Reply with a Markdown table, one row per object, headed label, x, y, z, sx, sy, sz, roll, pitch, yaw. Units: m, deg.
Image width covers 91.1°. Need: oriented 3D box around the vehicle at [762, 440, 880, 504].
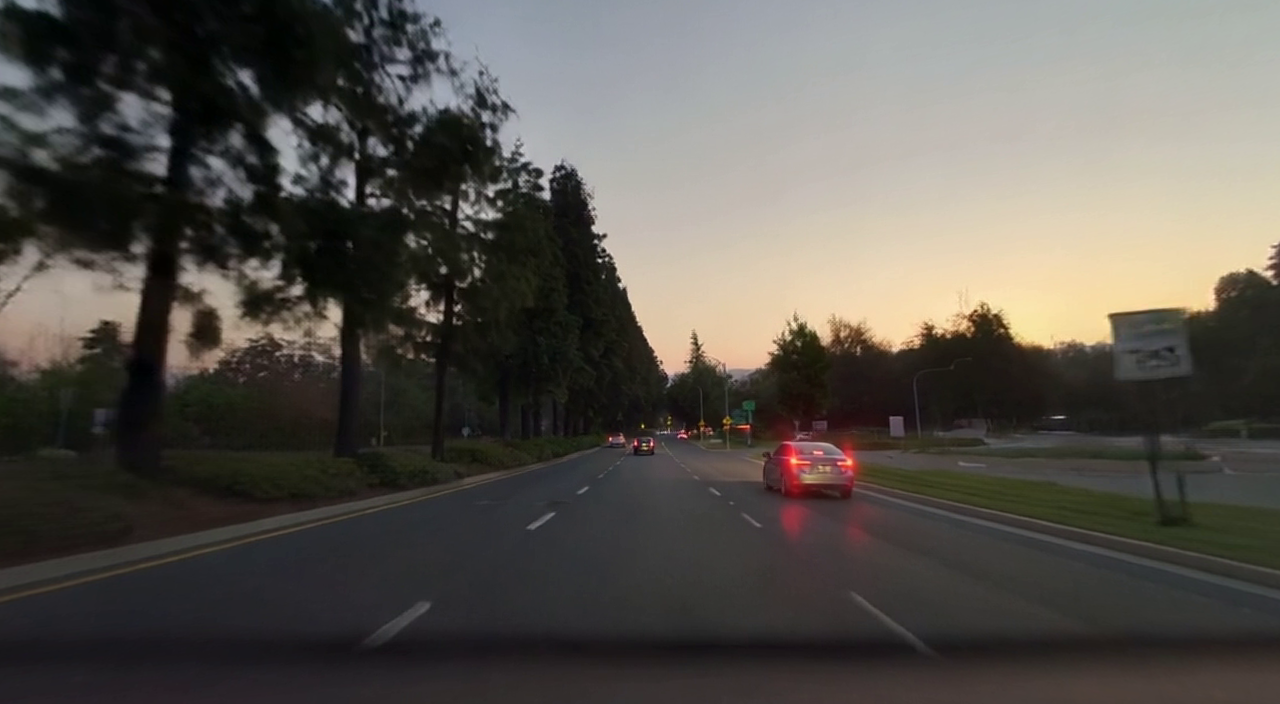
| label | x | y | z | sx | sy | sz | roll | pitch | yaw |
| --- | --- | --- | --- | --- | --- | --- | --- | --- | --- |
| vehicle | 4.759 | 3.192 | 17.196 | 1.913 | 1.516 | 4.322 | 0 | -9 | 0 |
